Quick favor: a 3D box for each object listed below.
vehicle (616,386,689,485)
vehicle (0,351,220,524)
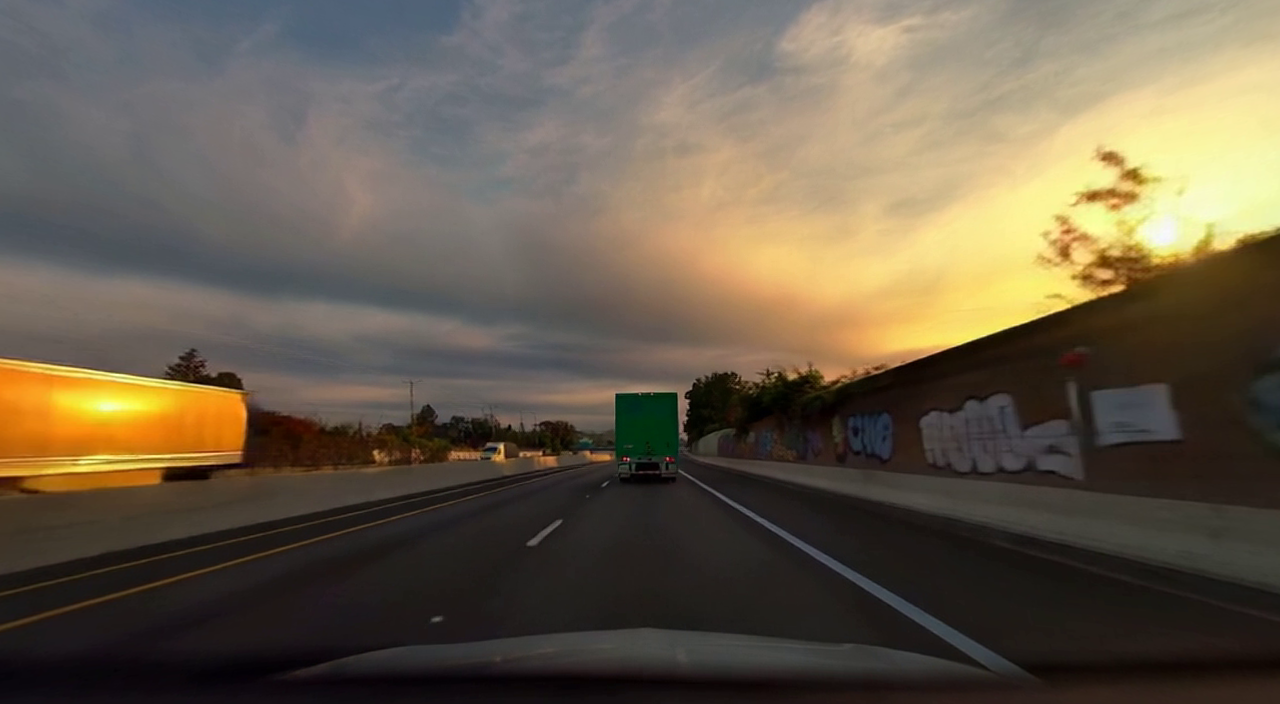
[{"bbox_3d":[0.296,4.122,30.364,2.900,3.955,10.151,0,-9,-2],"label":"vehicle"},{"bbox_3d":[-16.615,2.134,15.585,2.882,4.051,13.808,0,-9,0],"label":"vehicle"}]
